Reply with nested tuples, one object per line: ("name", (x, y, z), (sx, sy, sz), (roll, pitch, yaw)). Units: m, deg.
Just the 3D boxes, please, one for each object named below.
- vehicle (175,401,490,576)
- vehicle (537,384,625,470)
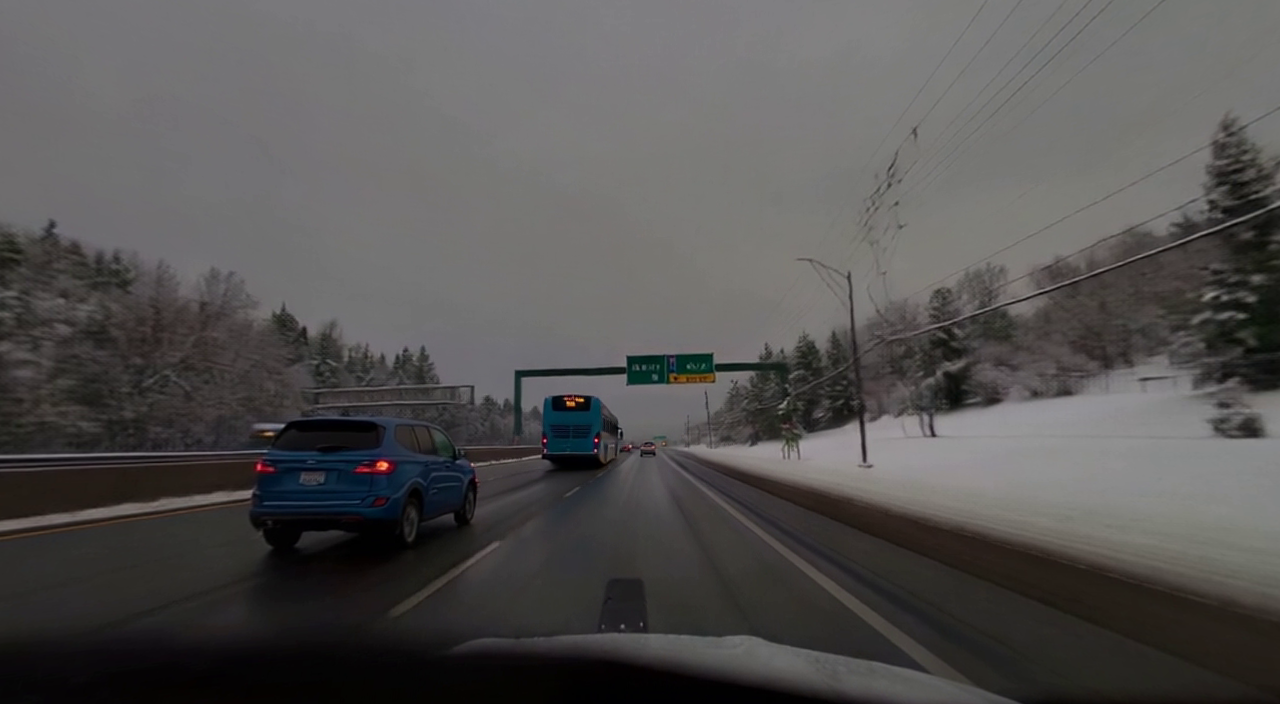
("vehicle", (-3.585, 1.674, 8.473), (2.021, 1.730, 4.223), (0, -8, 1))
("vehicle", (-2.741, 4.230, 33.664), (3.382, 3.712, 11.766), (1, -9, 1))
